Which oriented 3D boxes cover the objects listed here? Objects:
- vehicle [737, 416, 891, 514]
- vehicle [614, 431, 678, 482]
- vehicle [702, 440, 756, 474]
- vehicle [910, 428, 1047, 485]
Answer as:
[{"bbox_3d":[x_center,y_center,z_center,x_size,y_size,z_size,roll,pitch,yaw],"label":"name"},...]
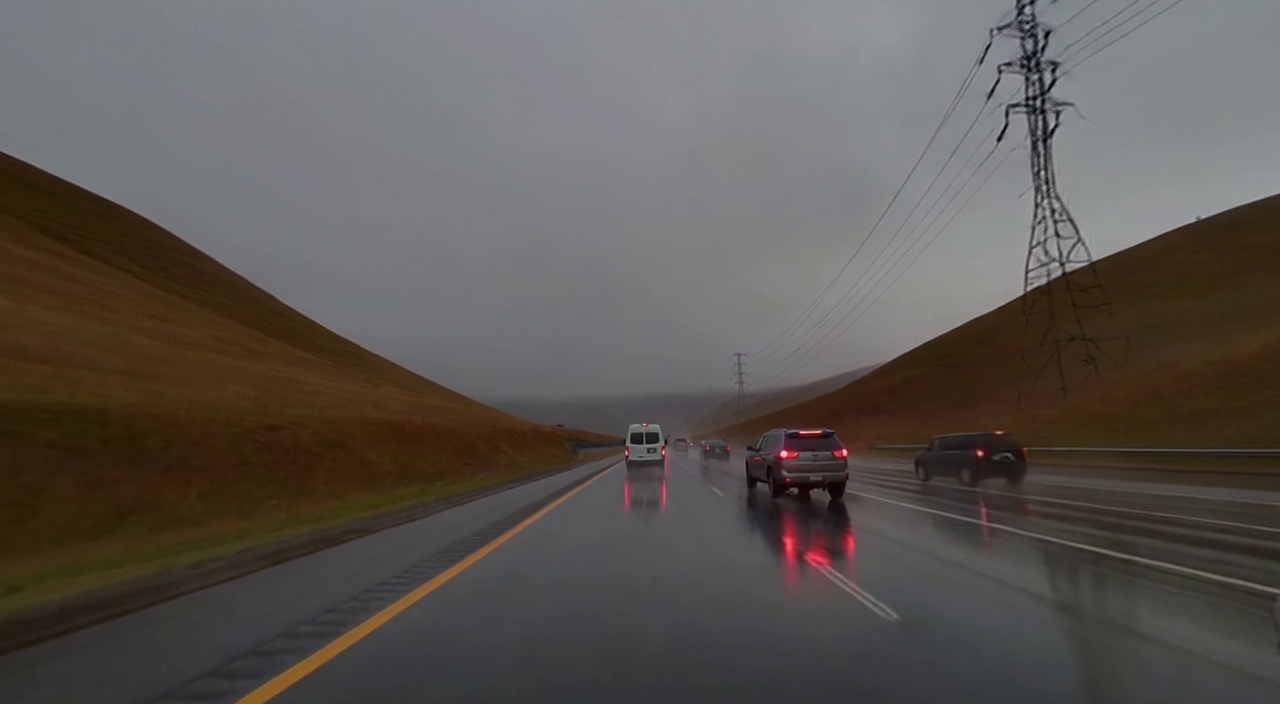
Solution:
[{"bbox_3d":[3.617,2.450,14.111,2.139,1.821,4.480,0,-8,0],"label":"vehicle"},{"bbox_3d":[0.259,4.029,24.628,2.268,1.772,4.523,0,-8,1],"label":"vehicle"},{"bbox_3d":[4.099,4.919,29.834,1.938,1.466,4.356,0,-8,0],"label":"vehicle"},{"bbox_3d":[11.091,3.453,21.157,2.087,1.681,4.589,0,-8,1],"label":"vehicle"}]
